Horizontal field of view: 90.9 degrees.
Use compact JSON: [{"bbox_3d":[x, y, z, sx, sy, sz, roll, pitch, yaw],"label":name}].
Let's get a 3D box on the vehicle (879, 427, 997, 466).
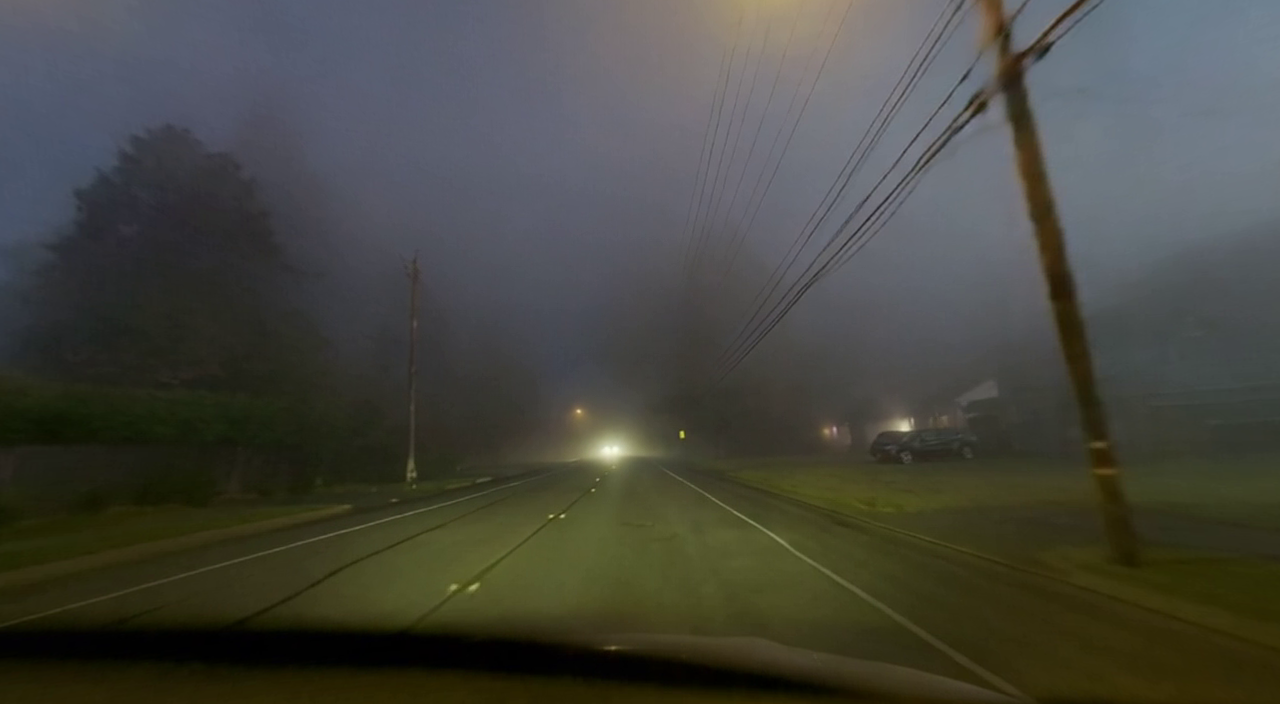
[{"bbox_3d":[14.037,4.479,29.862,4.512,1.701,2.017,-1,-8,-2],"label":"vehicle"}]
